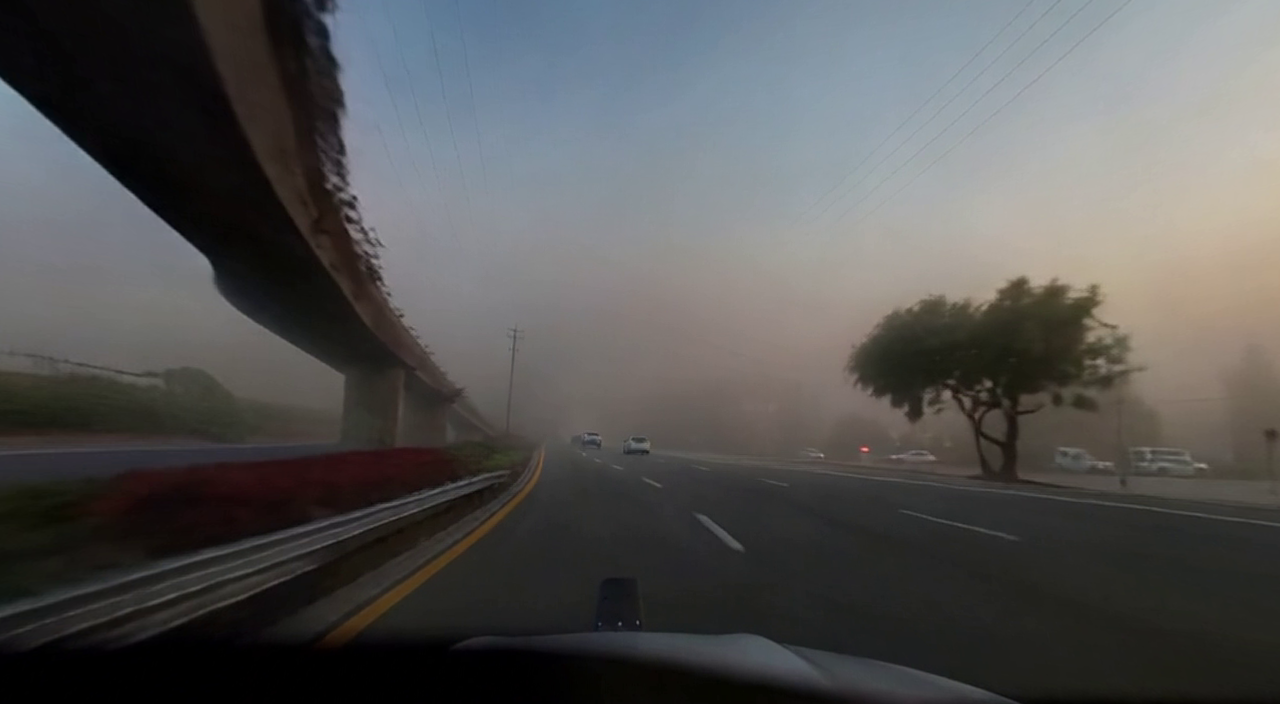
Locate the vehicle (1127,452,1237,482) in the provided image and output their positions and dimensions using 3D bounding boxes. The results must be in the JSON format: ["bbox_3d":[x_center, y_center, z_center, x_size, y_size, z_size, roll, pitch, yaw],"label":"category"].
[{"bbox_3d":[38.156,8.101,44.577,5.708,1.847,2.078,-2,-9,0],"label":"vehicle"}]

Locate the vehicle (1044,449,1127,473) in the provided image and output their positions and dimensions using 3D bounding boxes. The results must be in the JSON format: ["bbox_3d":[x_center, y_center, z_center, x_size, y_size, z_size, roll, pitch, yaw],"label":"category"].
[{"bbox_3d":[31.736,7.792,45.142,4.615,1.523,1.735,-7,-10,33],"label":"vehicle"}]
